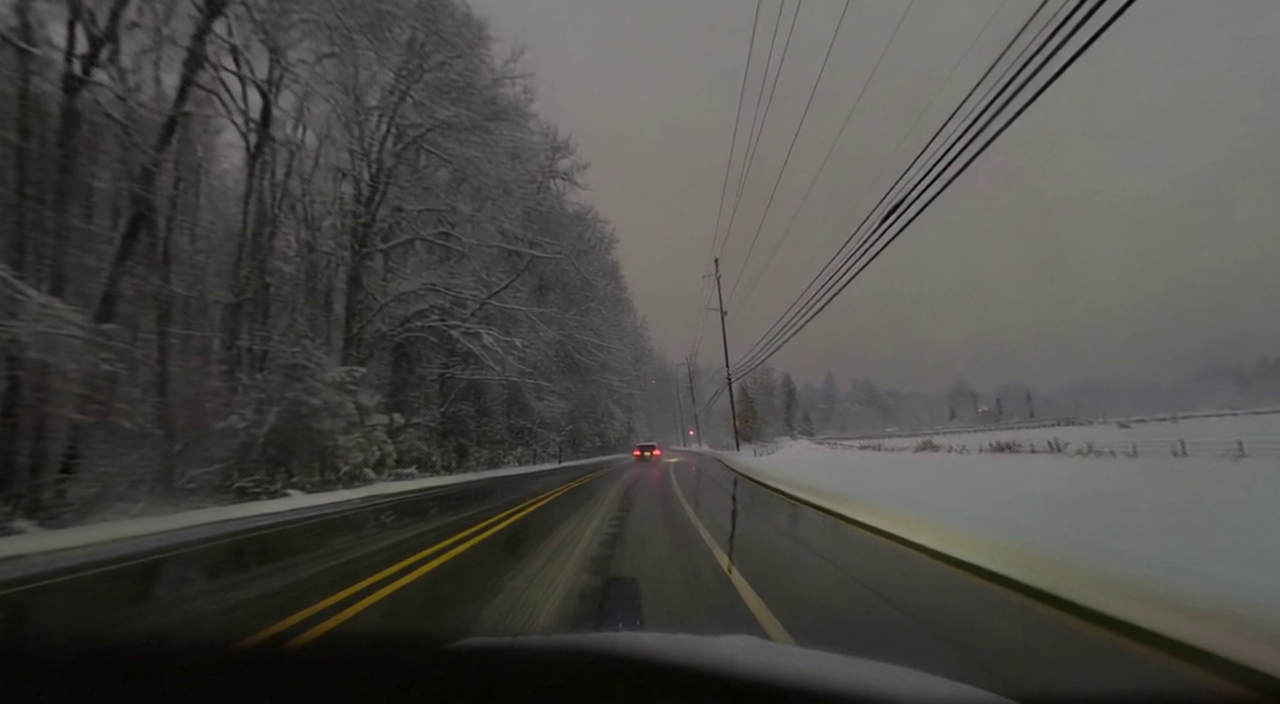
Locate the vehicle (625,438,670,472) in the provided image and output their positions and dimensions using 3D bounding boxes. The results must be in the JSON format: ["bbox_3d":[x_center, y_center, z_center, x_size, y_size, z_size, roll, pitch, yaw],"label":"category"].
[{"bbox_3d":[0.415,5.031,31.101,2.059,1.524,3.963,0,-8,2],"label":"vehicle"}]
